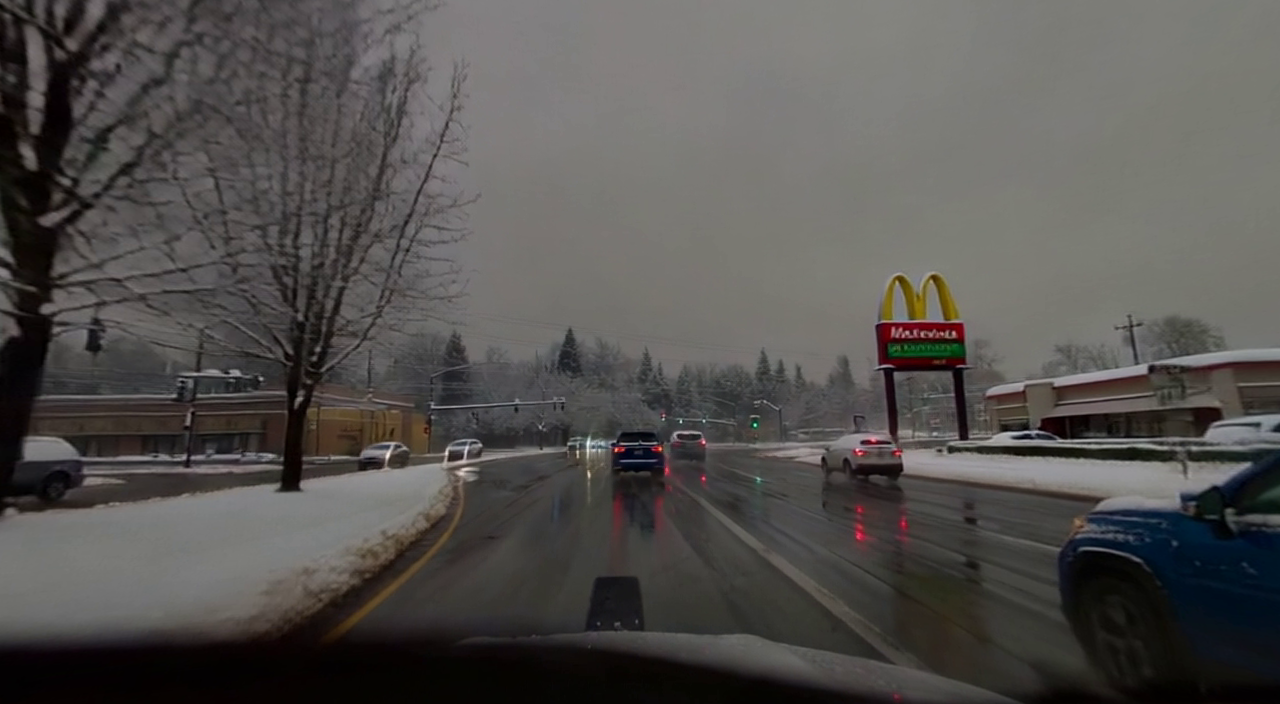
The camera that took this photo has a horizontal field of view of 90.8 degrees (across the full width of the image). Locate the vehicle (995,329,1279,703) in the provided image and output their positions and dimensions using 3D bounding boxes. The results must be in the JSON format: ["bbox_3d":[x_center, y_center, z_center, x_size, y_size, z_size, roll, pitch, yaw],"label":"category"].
[{"bbox_3d":[3.402,0.716,1.894,2.076,1.716,4.416,0,-8,0],"label":"vehicle"}]

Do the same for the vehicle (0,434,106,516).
[{"bbox_3d":[-14.337,2.655,13.507,2.136,1.676,4.371,-1,-10,-3],"label":"vehicle"}]

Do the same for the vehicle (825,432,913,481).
[{"bbox_3d":[9.045,4.167,25.398,1.977,1.786,4.344,0,-8,1],"label":"vehicle"}]

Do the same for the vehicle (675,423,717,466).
[{"bbox_3d":[3.578,5.948,40.997,2.239,2.586,4.586,1,-8,-1],"label":"vehicle"}]

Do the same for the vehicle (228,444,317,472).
[{"bbox_3d":[-27.404,7.903,47.231,5.258,1.970,2.363,-1,-8,4],"label":"vehicle"}]

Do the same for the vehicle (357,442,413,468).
[{"bbox_3d":[-18.625,7.538,46.356,2.050,1.797,4.945,0,-8,0],"label":"vehicle"}]

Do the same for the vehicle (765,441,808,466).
[{"bbox_3d":[9.517,6.621,41.275,1.879,1.517,4.006,0,-8,0],"label":"vehicle"}]

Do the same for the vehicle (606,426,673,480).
[{"bbox_3d":[-0.076,3.959,24.952,2.402,1.938,4.535,0,-8,-1],"label":"vehicle"}]
